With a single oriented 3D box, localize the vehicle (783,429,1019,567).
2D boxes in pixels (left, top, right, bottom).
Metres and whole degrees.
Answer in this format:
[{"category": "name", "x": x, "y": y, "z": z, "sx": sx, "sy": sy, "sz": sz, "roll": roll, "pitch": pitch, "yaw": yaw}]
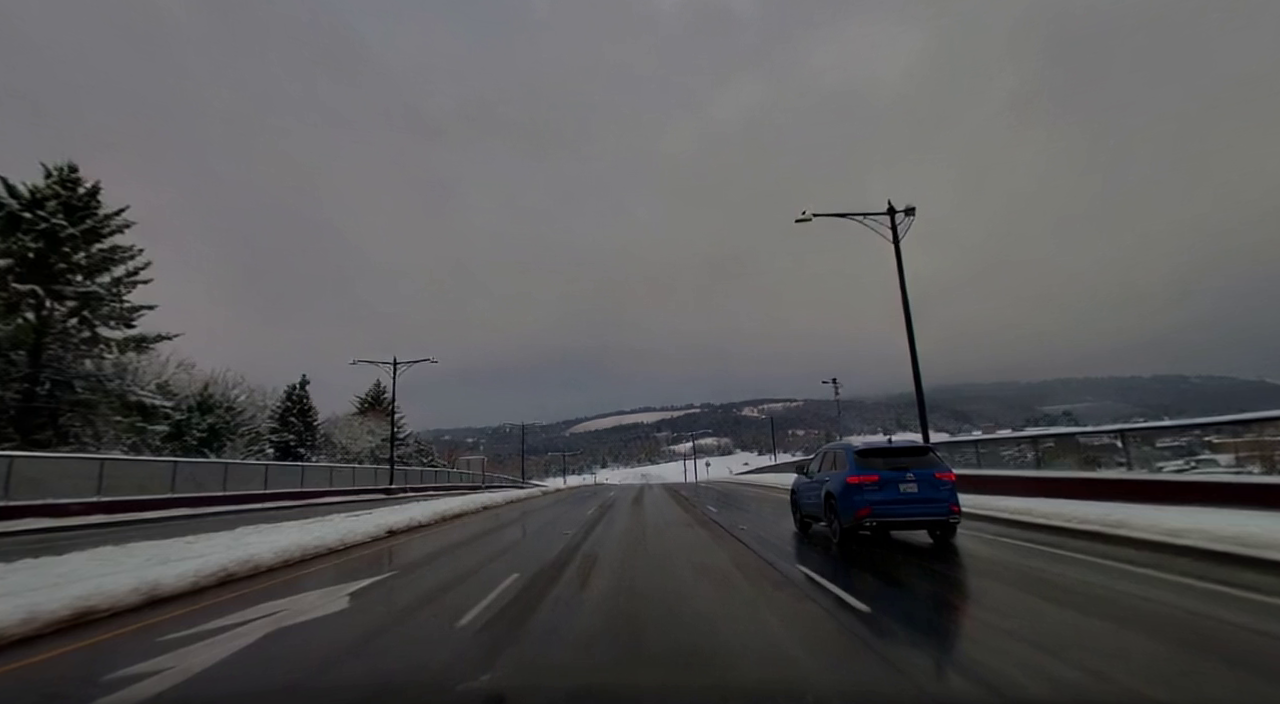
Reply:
[{"category": "vehicle", "x": 3.841, "y": 2.209, "z": 10.296, "sx": 1.989, "sy": 1.730, "sz": 4.324, "roll": 0, "pitch": -9, "yaw": 0}]
